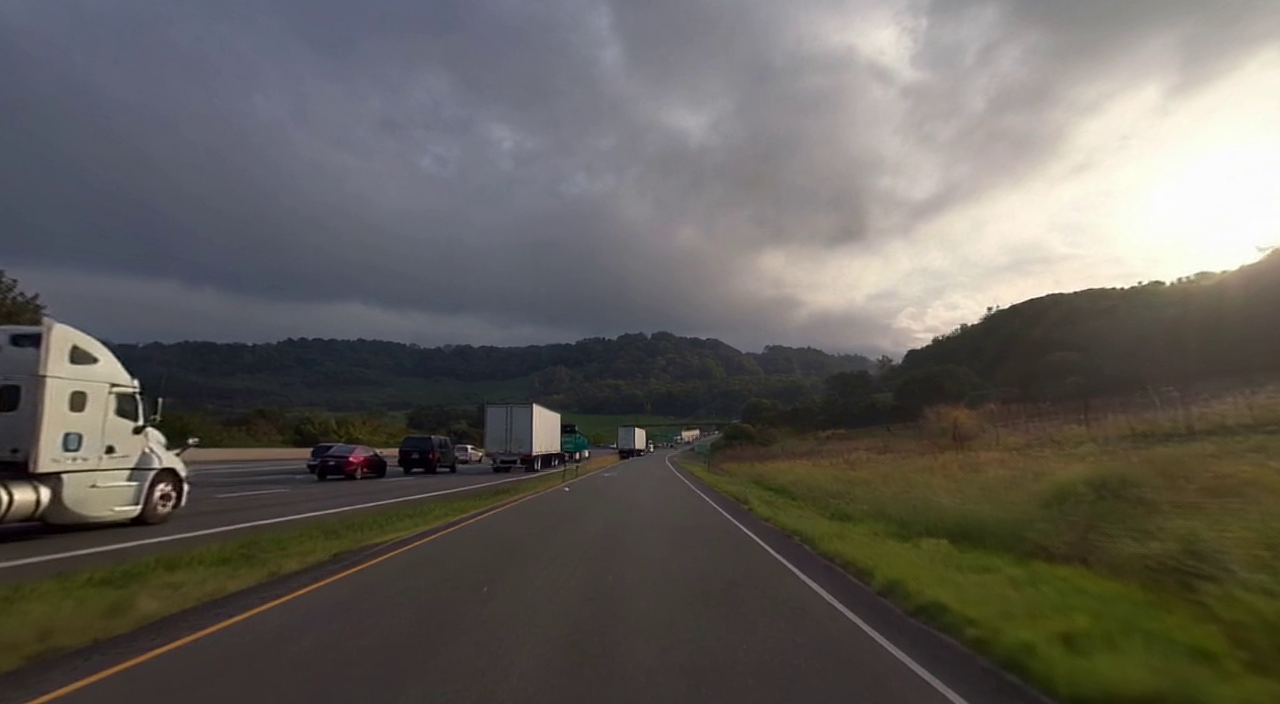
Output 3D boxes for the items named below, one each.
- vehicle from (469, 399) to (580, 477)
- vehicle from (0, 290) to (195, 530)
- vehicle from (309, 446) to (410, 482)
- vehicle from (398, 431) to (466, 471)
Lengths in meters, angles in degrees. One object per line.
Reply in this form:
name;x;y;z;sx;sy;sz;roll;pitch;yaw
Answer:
vehicle;-6.807;5.673;40.548;2.848;4.067;14.314;-1;-9;7
vehicle;-11.500;1.041;10.741;2.960;3.757;5.799;-1;-9;7
vehicle;-12.794;5.116;29.134;1.925;1.493;4.864;-1;-9;8
vehicle;-14.520;6.964;44.456;2.264;2.596;5.494;-1;-9;8
